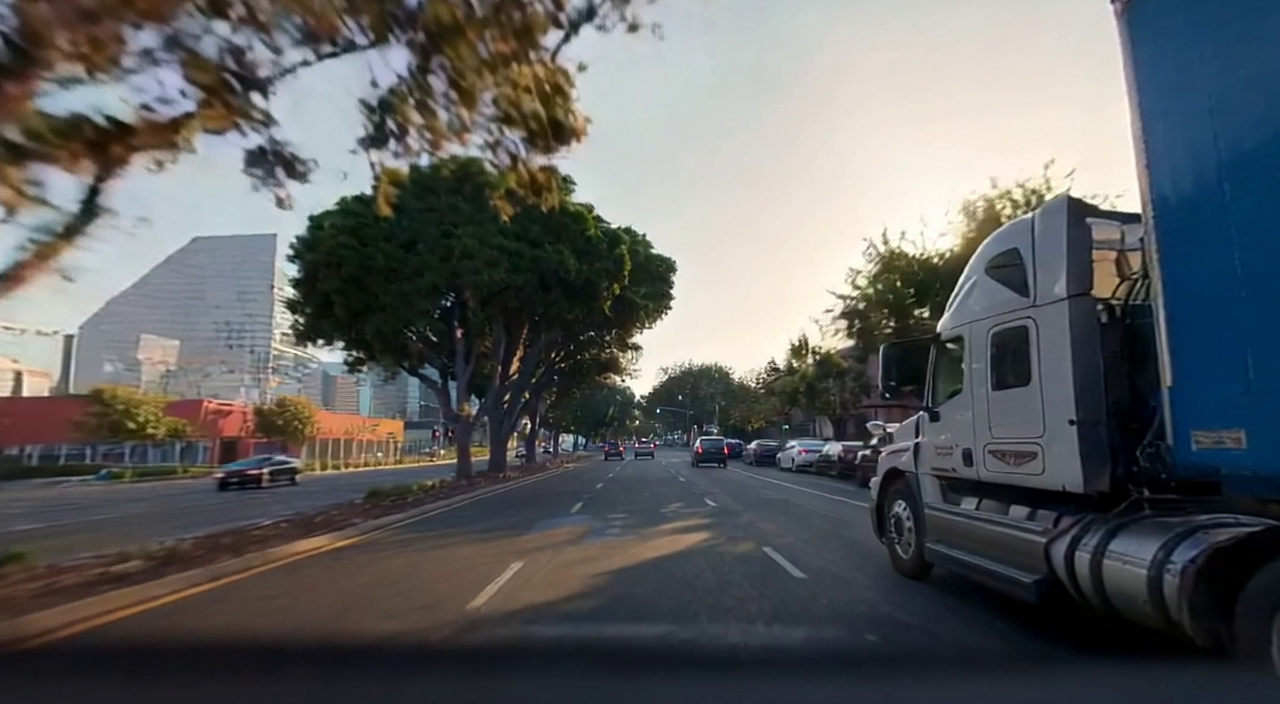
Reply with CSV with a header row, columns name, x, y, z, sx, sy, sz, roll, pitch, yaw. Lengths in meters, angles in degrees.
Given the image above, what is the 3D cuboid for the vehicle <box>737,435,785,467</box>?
name,x,y,z,sx,sy,sz,roll,pitch,yaw
vehicle,7.913,6.536,41.721,2.199,1.980,4.766,0,-8,0

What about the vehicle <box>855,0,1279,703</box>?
name,x,y,z,sx,sy,sz,roll,pitch,yaw
vehicle,3.739,-0.201,2.464,3.006,3.679,8.506,0,-8,2

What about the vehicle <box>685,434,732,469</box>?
name,x,y,z,sx,sy,sz,roll,pitch,yaw
vehicle,3.942,5.800,36.975,2.196,1.908,4.412,0,-8,-1

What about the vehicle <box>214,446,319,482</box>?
name,x,y,z,sx,sy,sz,roll,pitch,yaw
vehicle,-17.104,5.119,29.172,2.017,1.503,4.638,0,-8,0
